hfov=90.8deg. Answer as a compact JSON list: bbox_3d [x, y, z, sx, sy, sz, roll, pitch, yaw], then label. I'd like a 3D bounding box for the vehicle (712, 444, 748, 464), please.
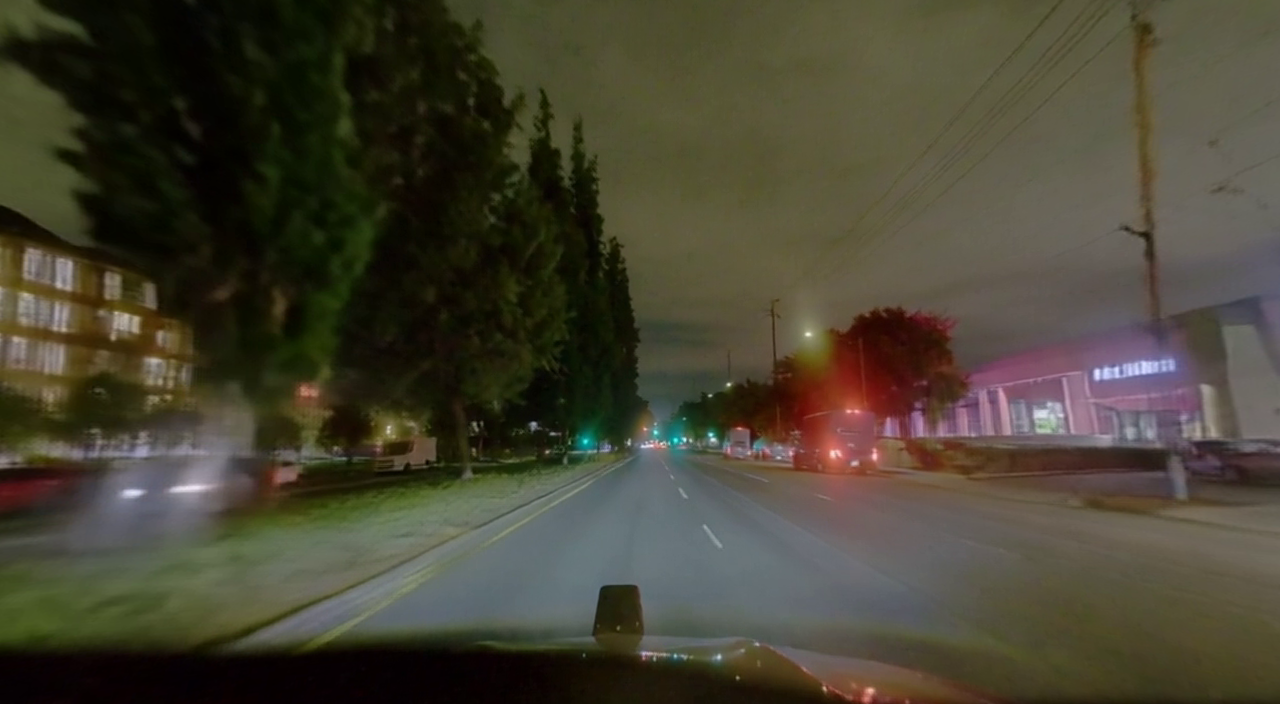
[{"bbox_3d":[6.588,7.495,46.546,1.972,1.417,4.239,0,-9,0],"label":"vehicle"}]

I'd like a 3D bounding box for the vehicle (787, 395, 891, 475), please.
[{"bbox_3d":[10.477,4.583,34.462,2.879,3.765,8.904,0,-9,1],"label":"vehicle"}]

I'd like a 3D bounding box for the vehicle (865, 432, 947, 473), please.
[{"bbox_3d":[14.428,5.513,34.696,2.203,2.052,5.314,0,-9,0],"label":"vehicle"}]

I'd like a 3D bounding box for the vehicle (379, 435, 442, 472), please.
[{"bbox_3d":[-17.009,7.550,47.231,2.253,2.554,6.021,-1,-8,1],"label":"vehicle"}]

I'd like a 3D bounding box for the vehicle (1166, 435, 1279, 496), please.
[{"bbox_3d":[19.714,3.451,19.409,1.979,1.787,5.366,1,-8,-8],"label":"vehicle"}]

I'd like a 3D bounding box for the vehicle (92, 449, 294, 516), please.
[{"bbox_3d":[-11.130,3.248,16.224,1.973,1.442,4.241,-1,-9,2],"label":"vehicle"}]
